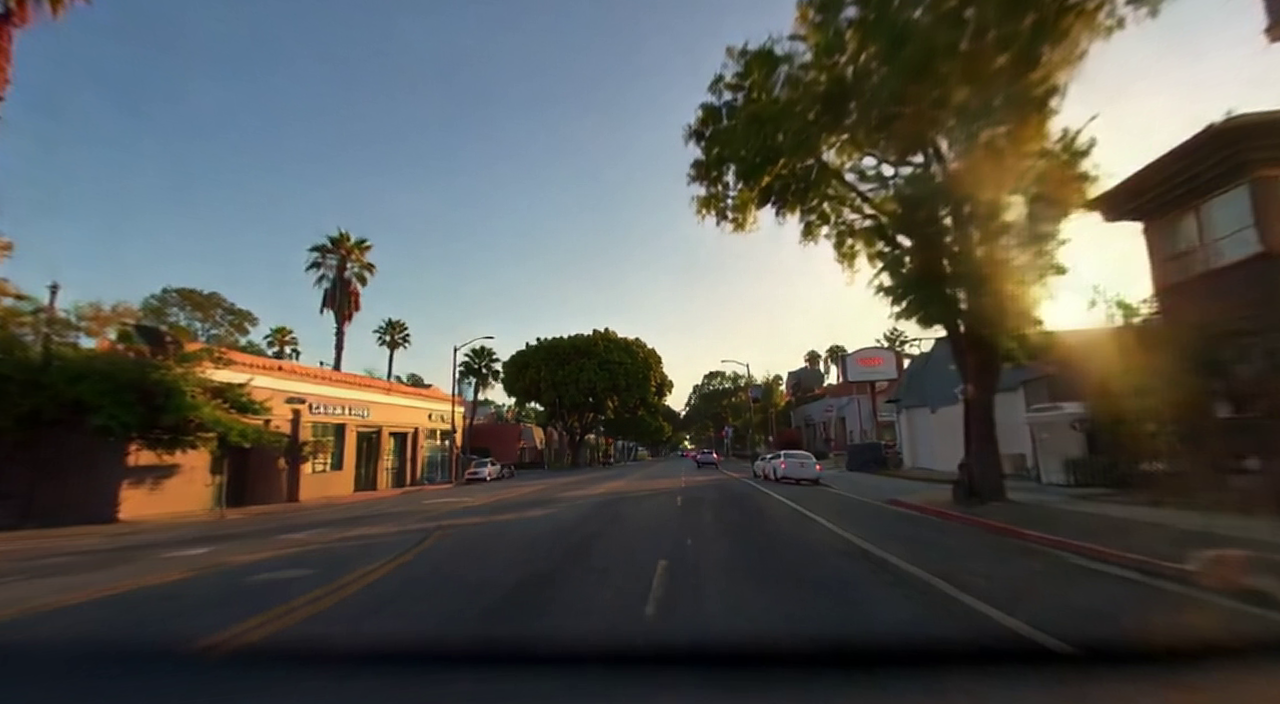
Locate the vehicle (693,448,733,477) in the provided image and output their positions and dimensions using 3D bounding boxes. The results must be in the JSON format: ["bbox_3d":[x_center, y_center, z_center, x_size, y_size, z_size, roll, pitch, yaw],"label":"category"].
[{"bbox_3d":[4.098,6.155,35.430,2.067,1.477,4.653,-1,-9,6],"label":"vehicle"}]

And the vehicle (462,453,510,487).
[{"bbox_3d":[-10.999,8.433,45.544,1.949,2.026,5.141,2,-7,2],"label":"vehicle"}]

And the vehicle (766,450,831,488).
[{"bbox_3d":[6.808,5.036,27.597,1.834,1.504,4.331,0,-8,1],"label":"vehicle"}]
